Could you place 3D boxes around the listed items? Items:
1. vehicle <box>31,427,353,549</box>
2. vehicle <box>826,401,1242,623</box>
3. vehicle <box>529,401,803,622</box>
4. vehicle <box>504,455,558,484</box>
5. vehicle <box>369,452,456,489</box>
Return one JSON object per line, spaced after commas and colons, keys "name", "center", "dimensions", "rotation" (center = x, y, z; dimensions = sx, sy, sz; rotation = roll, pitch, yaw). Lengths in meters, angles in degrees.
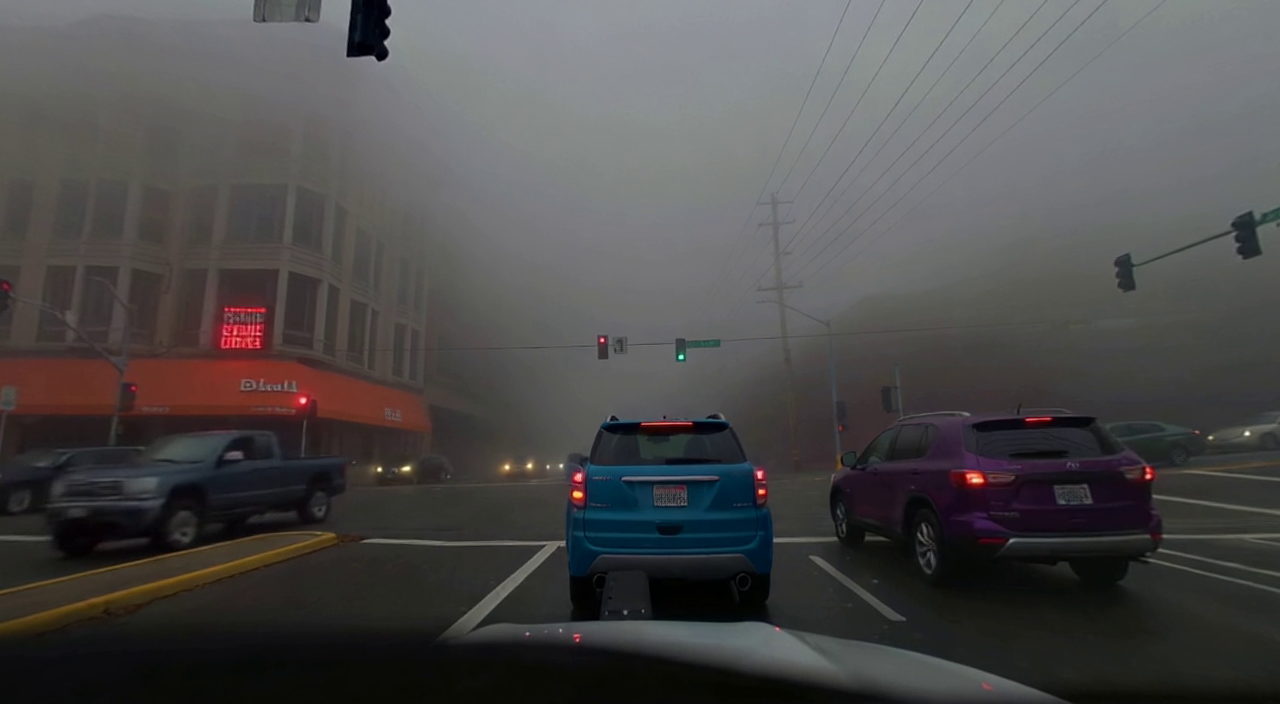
{"name": "vehicle", "center": [-7.772, 2.383, 11.863], "dimensions": [2.176, 1.766, 5.042], "rotation": [-1, -8, 3]}
{"name": "vehicle", "center": [3.606, 1.519, 6.953], "dimensions": [1.976, 1.664, 4.189], "rotation": [-1, -8, 2]}
{"name": "vehicle", "center": [0.252, 1.506, 6.822], "dimensions": [2.098, 1.682, 3.778], "rotation": [0, -8, 2]}
{"name": "vehicle", "center": [-6.110, 6.618, 35.876], "dimensions": [1.924, 1.453, 4.343], "rotation": [-1, -8, 5]}
{"name": "vehicle", "center": [-10.456, 5.454, 29.428], "dimensions": [1.958, 1.493, 4.795], "rotation": [-1, -8, 5]}
